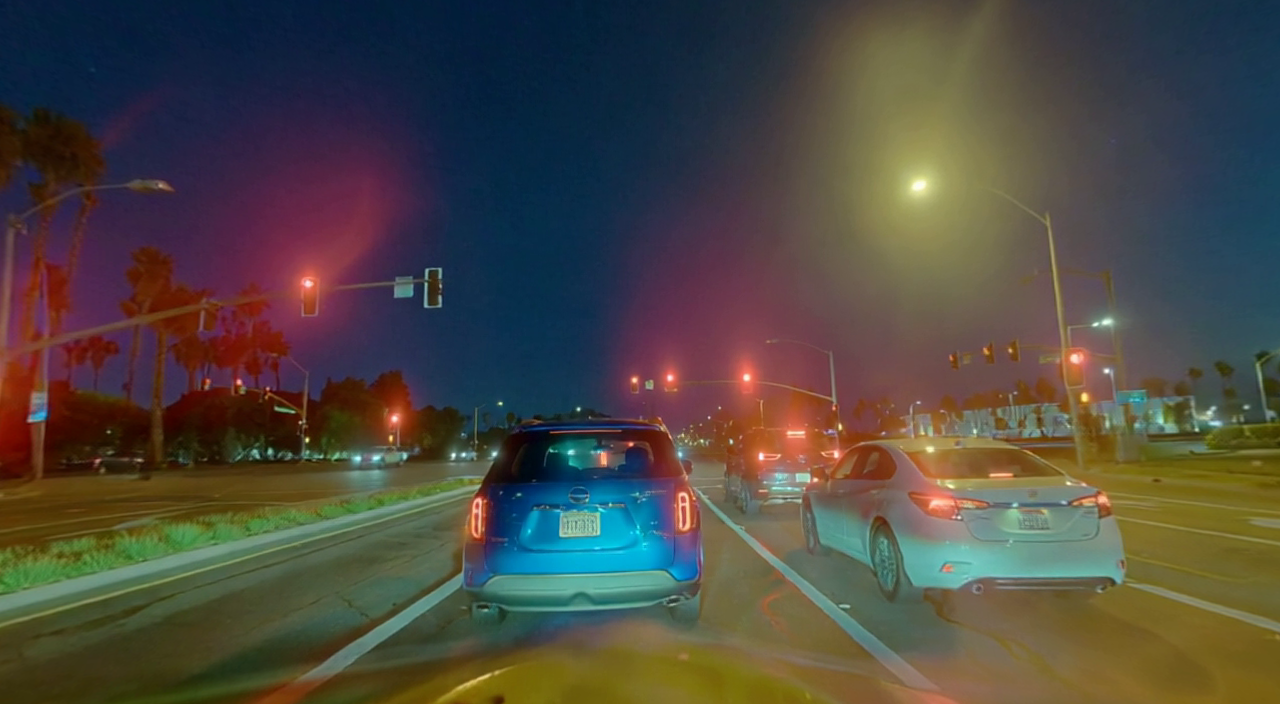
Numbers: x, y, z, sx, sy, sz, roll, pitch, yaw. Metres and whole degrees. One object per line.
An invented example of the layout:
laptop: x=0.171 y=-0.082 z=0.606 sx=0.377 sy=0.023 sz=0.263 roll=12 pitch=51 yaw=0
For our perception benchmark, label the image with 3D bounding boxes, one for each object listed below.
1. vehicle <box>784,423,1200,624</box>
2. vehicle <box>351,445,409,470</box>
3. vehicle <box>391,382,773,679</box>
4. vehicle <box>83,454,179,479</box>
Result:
vehicle: x=3.131 y=1.609 z=6.955 sx=1.971 sy=1.473 sz=4.495 roll=0 pitch=-8 yaw=0
vehicle: x=-19.855 y=8.078 z=48.187 sx=2.119 sy=1.786 sz=5.252 roll=0 pitch=-9 yaw=1
vehicle: x=-0.327 y=1.317 z=5.691 sx=2.172 sy=1.694 sz=4.055 roll=0 pitch=-8 yaw=0
vehicle: x=-38.147 y=8.555 z=47.110 sx=5.347 sy=1.785 sz=2.123 roll=0 pitch=-9 yaw=1
